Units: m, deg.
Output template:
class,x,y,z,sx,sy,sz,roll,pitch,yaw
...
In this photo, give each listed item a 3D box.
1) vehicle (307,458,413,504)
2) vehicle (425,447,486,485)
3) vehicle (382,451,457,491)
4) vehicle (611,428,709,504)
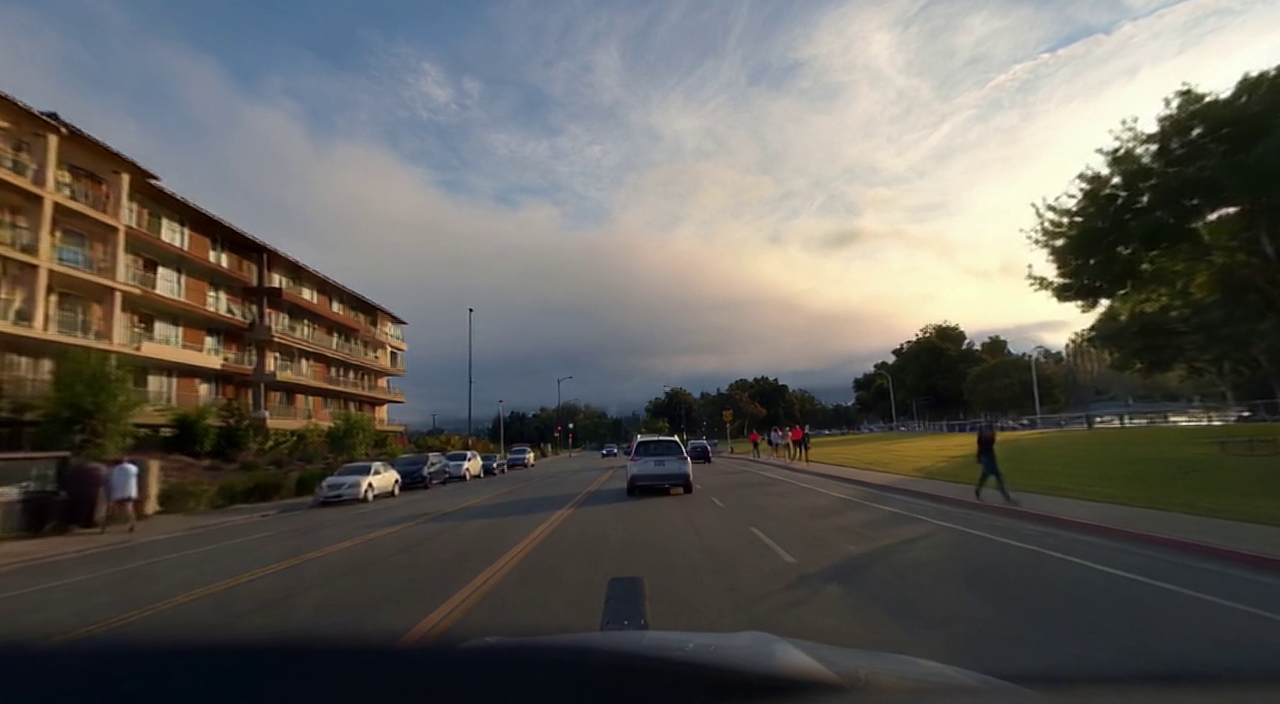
class,x,y,z,sx,sy,sz,roll,pitch,yaw
vehicle,-10.448,4.821,23.947,1.839,1.474,4.694,-1,-9,1
vehicle,-10.050,6.199,34.741,1.940,1.816,4.721,-1,-7,1
vehicle,-10.216,5.516,29.536,1.869,1.647,4.281,-1,-9,1
vehicle,0.422,2.788,15.789,2.132,1.632,3.838,0,-9,0
